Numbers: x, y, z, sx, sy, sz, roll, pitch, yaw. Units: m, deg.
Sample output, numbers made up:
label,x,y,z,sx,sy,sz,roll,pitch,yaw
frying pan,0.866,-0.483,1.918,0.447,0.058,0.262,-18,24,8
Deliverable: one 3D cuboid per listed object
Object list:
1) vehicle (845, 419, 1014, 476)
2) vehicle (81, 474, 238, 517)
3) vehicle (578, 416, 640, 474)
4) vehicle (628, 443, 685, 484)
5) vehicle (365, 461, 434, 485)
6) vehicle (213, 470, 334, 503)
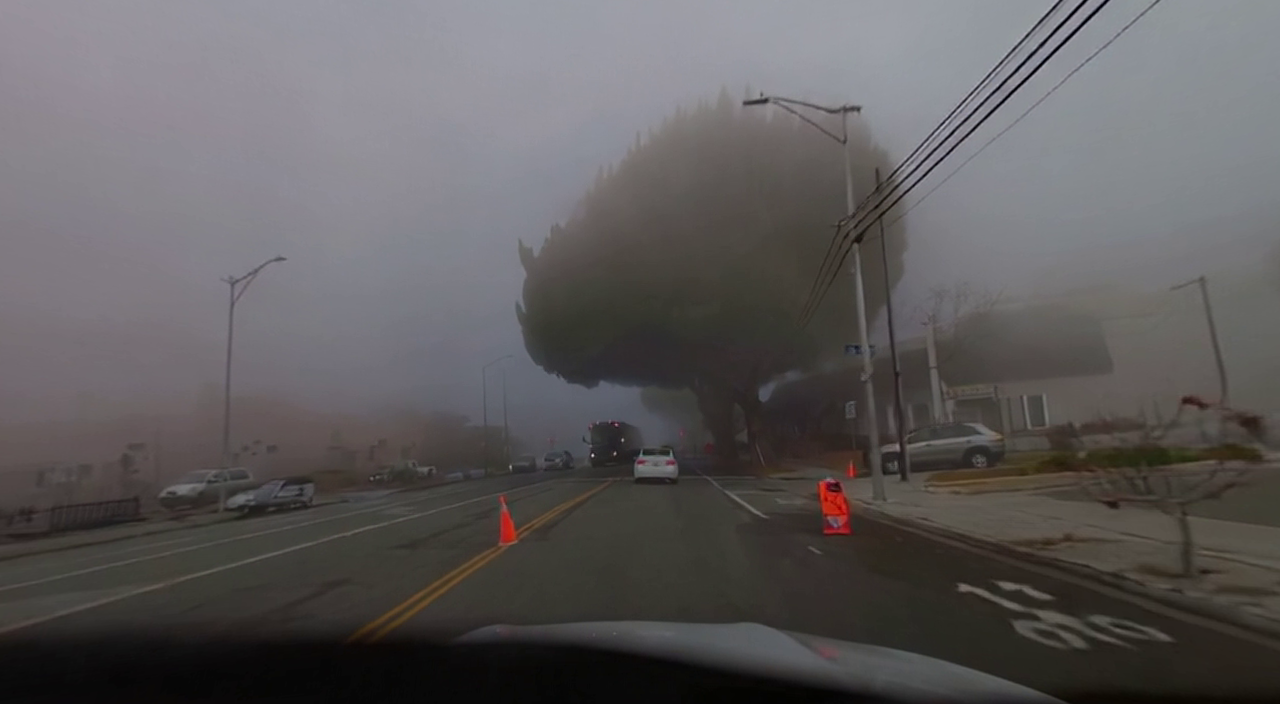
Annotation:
label,x,y,z,sx,sy,sz,roll,pitch,yaw
vehicle,10.187,3.397,22.574,4.859,1.914,2.333,0,-9,-2
vehicle,-19.692,5.868,26.068,4.696,1.513,2.243,-1,-8,3
vehicle,-1.772,6.223,42.229,2.977,3.271,12.748,0,-9,2
vehicle,0.688,4.506,25.806,2.159,1.506,4.086,0,-9,2
vehicle,-18.107,9.100,47.631,4.397,1.698,1.932,-1,-9,6
vehicle,-18.789,6.900,32.504,4.952,1.510,2.115,-1,-9,5
